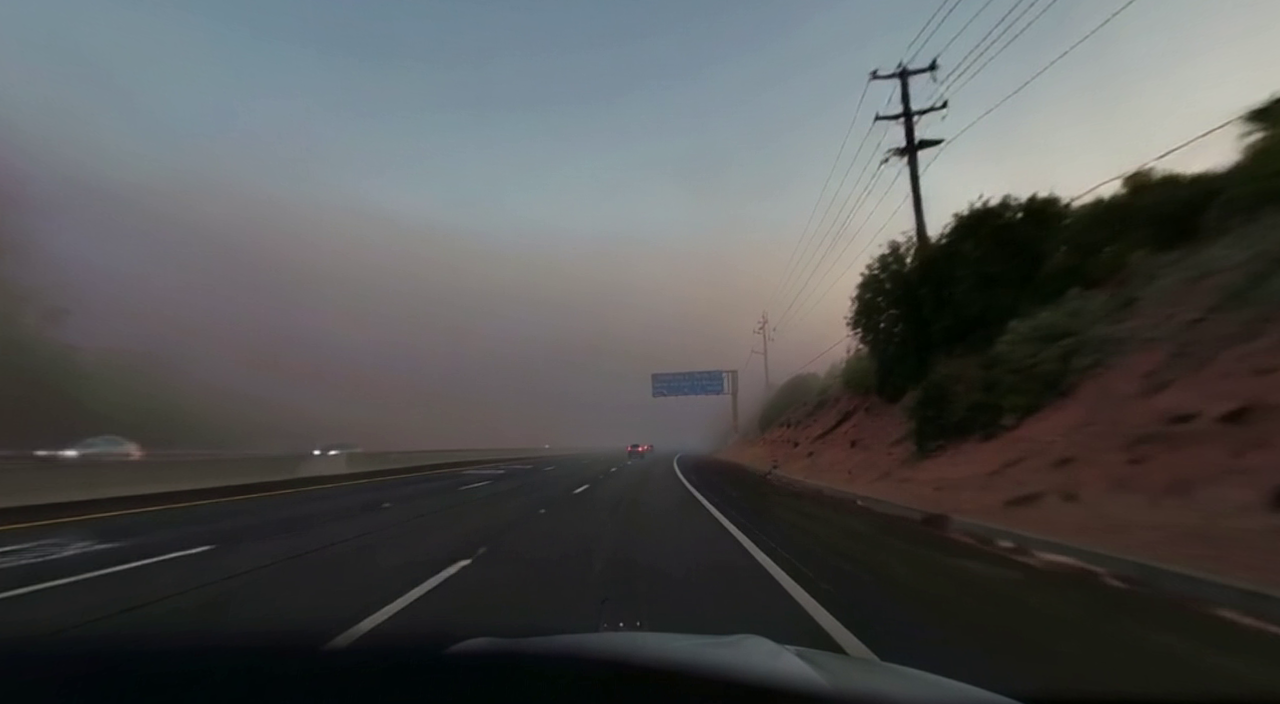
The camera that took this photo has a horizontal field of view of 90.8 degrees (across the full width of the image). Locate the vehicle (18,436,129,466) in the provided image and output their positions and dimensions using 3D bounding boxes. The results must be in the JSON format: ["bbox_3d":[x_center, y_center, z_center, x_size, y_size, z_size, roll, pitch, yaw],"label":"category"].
[{"bbox_3d":[-31.417,5.489,35.265,1.839,1.551,4.585,0,-9,2],"label":"vehicle"}]
